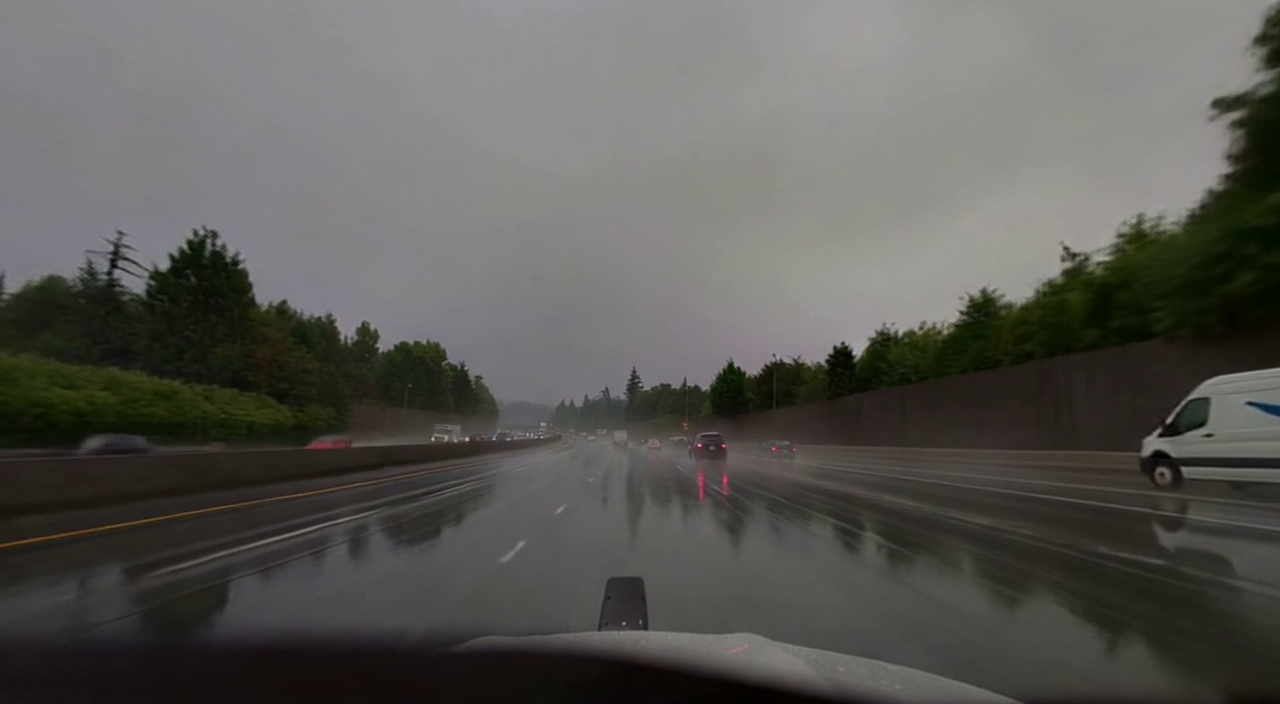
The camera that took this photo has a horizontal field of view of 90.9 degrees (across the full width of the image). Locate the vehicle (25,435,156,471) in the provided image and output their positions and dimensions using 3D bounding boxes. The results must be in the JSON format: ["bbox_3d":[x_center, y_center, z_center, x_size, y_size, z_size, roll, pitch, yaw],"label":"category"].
[{"bbox_3d":[-25.345,4.661,29.358,1.927,1.488,4.649,0,-8,-1],"label":"vehicle"}]

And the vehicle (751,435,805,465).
[{"bbox_3d":[7.208,5.184,33.361,1.798,1.473,4.077,0,-8,-2],"label":"vehicle"}]

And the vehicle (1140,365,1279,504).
[{"bbox_3d":[14.203,1.646,12.723,2.274,2.802,6.802,0,-8,-3],"label":"vehicle"}]

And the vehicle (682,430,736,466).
[{"bbox_3d":[3.554,5.010,33.116,2.141,1.732,4.279,0,-8,-3],"label":"vehicle"}]

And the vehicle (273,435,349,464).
[{"bbox_3d":[-17.841,5.300,34.465,1.851,1.457,4.369,0,-8,-1],"label":"vehicle"}]
